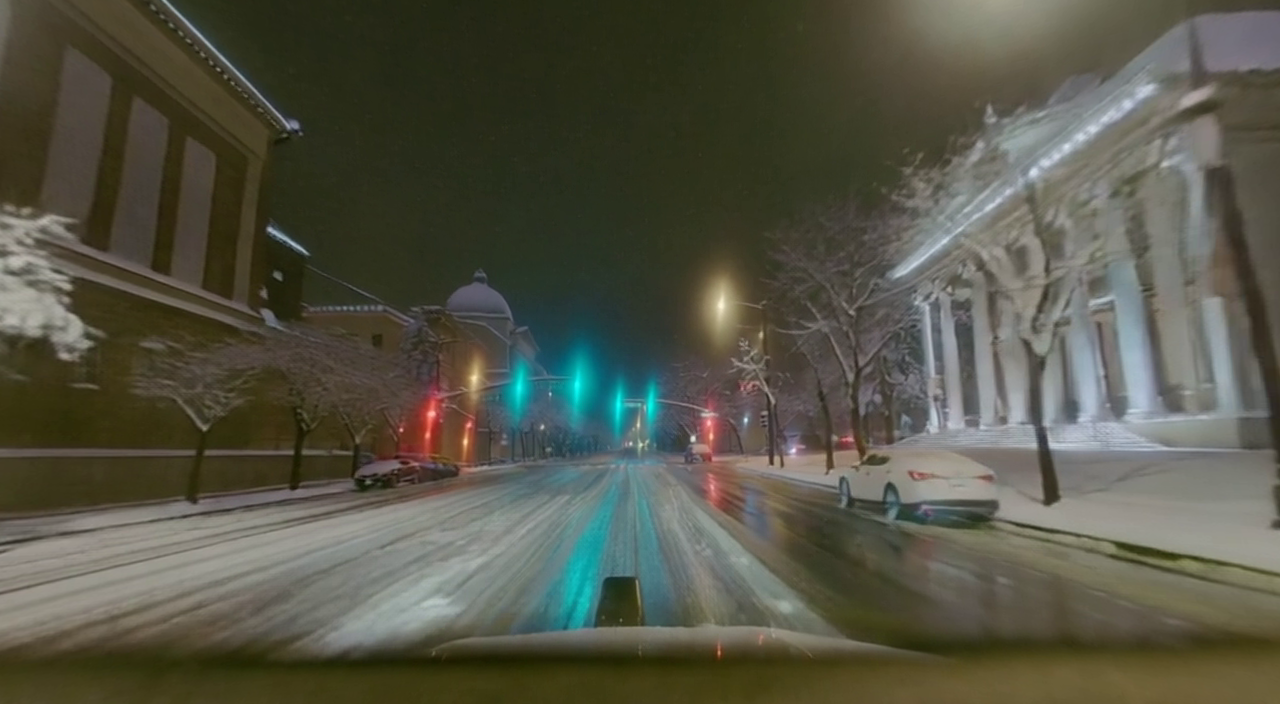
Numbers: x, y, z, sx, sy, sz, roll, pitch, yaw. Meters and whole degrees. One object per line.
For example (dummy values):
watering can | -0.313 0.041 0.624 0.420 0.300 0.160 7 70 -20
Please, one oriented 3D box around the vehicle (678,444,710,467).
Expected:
vehicle | 3.913 7.348 44.995 2.085 1.530 4.125 -1 -8 7

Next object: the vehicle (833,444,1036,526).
vehicle | 6.014 2.729 13.729 2.091 1.445 4.678 0 -8 -1

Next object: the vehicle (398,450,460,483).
vehicle | -12.759 6.909 38.525 2.011 1.668 5.474 -3 -8 -1

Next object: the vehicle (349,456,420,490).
vehicle | -12.569 5.970 31.389 1.767 1.455 4.389 0 -8 0
